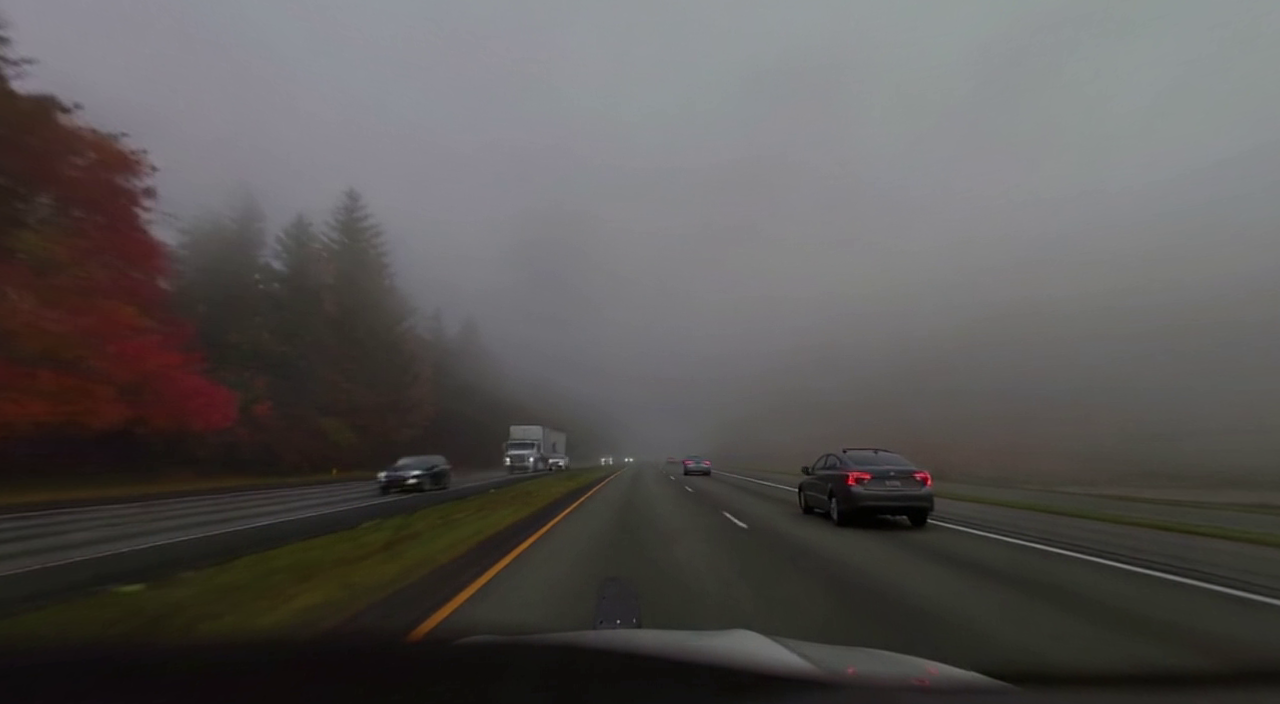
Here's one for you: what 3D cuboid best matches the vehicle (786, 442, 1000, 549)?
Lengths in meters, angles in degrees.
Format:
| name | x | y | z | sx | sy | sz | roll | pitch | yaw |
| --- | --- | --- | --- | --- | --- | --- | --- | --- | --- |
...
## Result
| name | x | y | z | sx | sy | sz | roll | pitch | yaw |
| --- | --- | --- | --- | --- | --- | --- | --- | --- | --- |
| vehicle | 4.271 | 2.471 | 11.496 | 2.119 | 1.557 | 4.163 | 0 | -9 | -1 |

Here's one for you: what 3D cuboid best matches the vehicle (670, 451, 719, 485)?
| name | x | y | z | sx | sy | sz | roll | pitch | yaw |
| --- | --- | --- | --- | --- | --- | --- | --- | --- | --- |
| vehicle | 2.664 | 5.794 | 31.623 | 2.070 | 1.546 | 4.648 | 0 | -9 | 1 |

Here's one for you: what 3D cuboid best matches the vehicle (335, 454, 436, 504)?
| name | x | y | z | sx | sy | sz | roll | pitch | yaw |
| --- | --- | --- | --- | --- | --- | --- | --- | --- | --- |
| vehicle | -8.879 | 4.433 | 22.249 | 1.888 | 1.527 | 3.957 | 0 | -9 | 0 |
